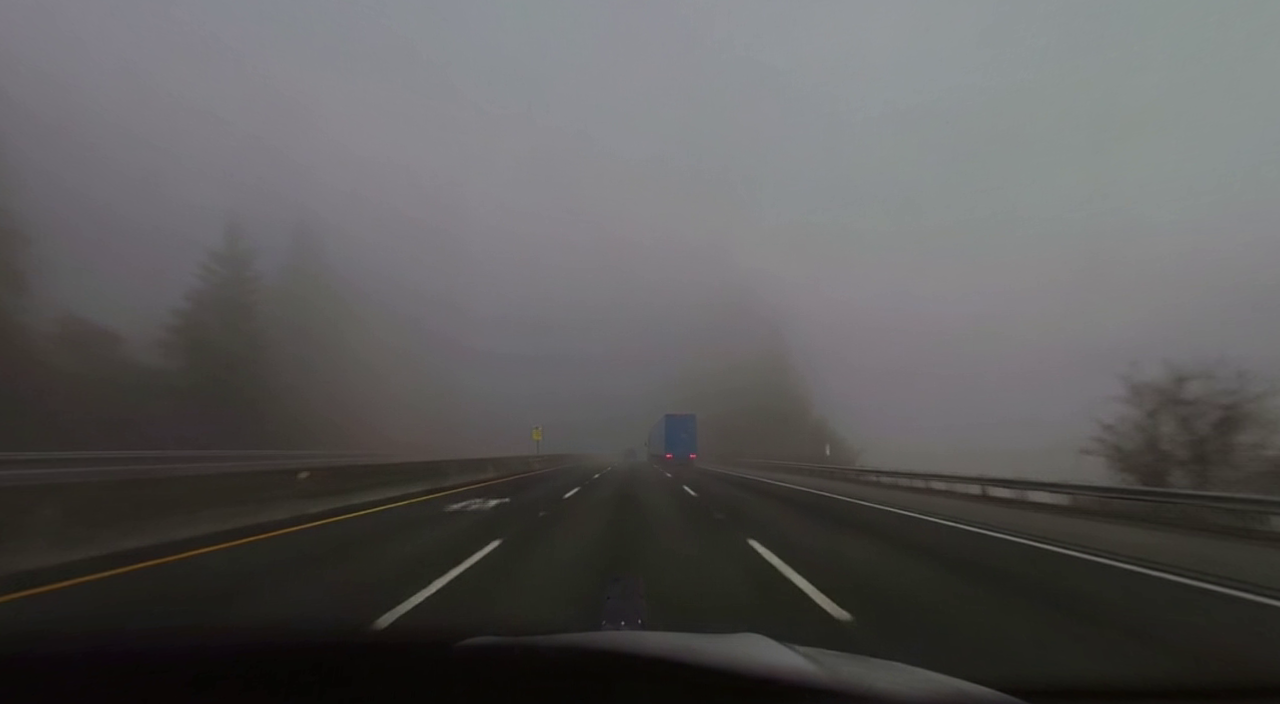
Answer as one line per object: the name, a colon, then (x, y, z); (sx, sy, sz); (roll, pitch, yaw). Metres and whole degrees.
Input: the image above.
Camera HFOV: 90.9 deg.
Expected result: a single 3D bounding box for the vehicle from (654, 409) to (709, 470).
vehicle: (2.983, 6.992, 49.579); (3.279, 4.165, 13.149); (0, -9, -1)
